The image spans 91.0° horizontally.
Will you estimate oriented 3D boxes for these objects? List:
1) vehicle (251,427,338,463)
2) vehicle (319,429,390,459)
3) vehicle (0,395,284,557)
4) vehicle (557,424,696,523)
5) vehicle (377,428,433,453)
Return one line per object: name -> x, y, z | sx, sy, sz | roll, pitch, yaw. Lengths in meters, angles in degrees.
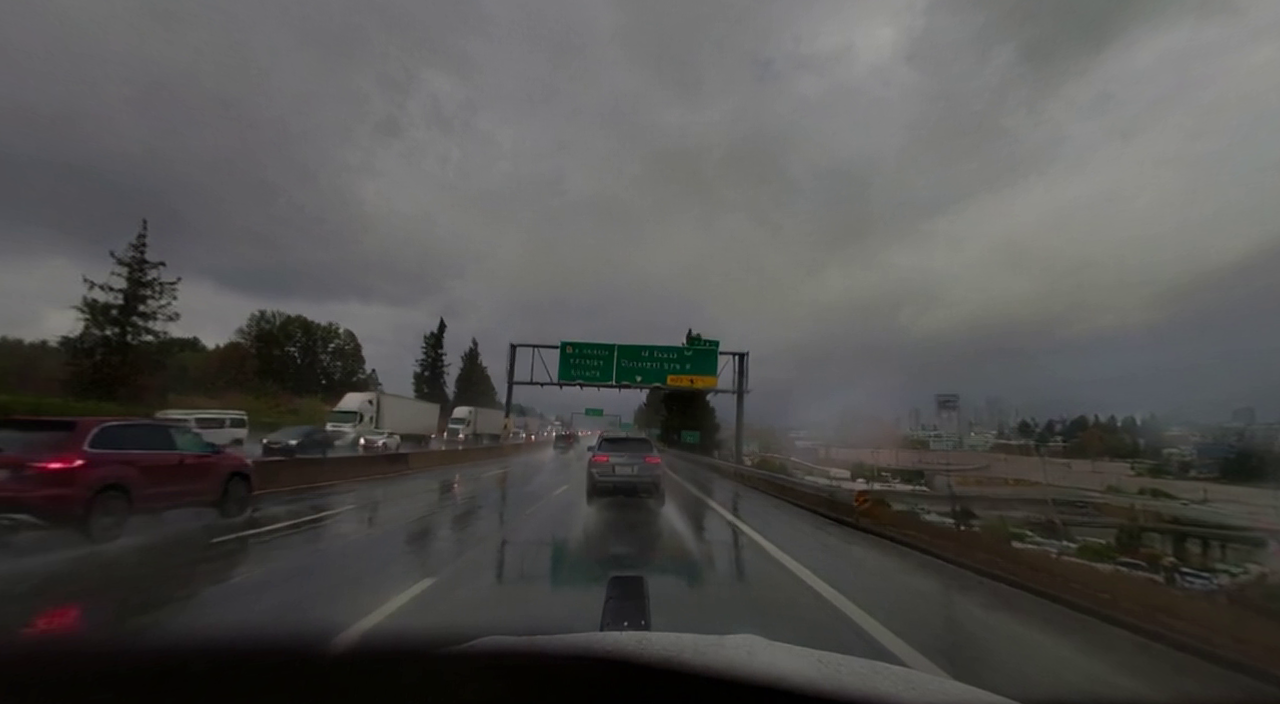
vehicle -> -15.155, 4.090, 27.804 | 1.773, 1.481, 3.722 | 0, -8, -1
vehicle -> -15.261, 4.939, 33.893 | 1.865, 1.476, 4.348 | 0, -8, -1
vehicle -> -7.400, 1.588, 8.738 | 2.325, 1.663, 4.426 | 0, -8, -1
vehicle -> -0.229, 2.181, 11.929 | 2.127, 1.497, 4.445 | 0, -8, 0
vehicle -> -15.346, 5.833, 41.305 | 2.004, 1.551, 4.231 | 0, -8, -1
